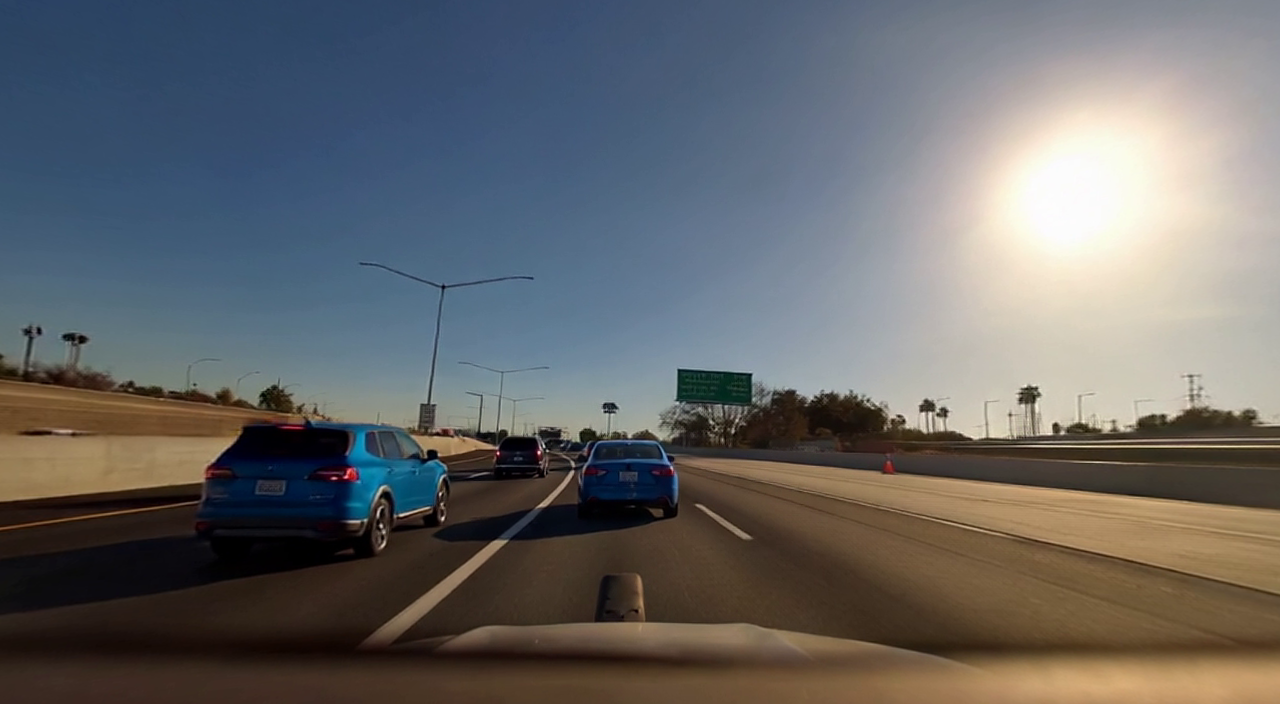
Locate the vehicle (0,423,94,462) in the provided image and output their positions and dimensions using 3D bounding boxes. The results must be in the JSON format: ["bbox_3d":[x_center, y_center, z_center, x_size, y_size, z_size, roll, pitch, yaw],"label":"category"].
[{"bbox_3d":[-29.030,4.328,30.129,2.033,1.675,4.577,1,-9,-4],"label":"vehicle"}]

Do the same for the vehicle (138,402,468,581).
[{"bbox_3d":[-3.812,1.652,8.210,2.025,1.708,4.089,0,-9,0],"label":"vehicle"}]

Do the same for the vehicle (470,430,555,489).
[{"bbox_3d":[-4.083,3.523,20.945,1.982,1.727,4.057,0,-9,-1],"label":"vehicle"}]

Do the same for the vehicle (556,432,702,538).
[{"bbox_3d":[-0.218,2.187,11.011,2.069,1.484,3.982,0,-9,-2],"label":"vehicle"}]
